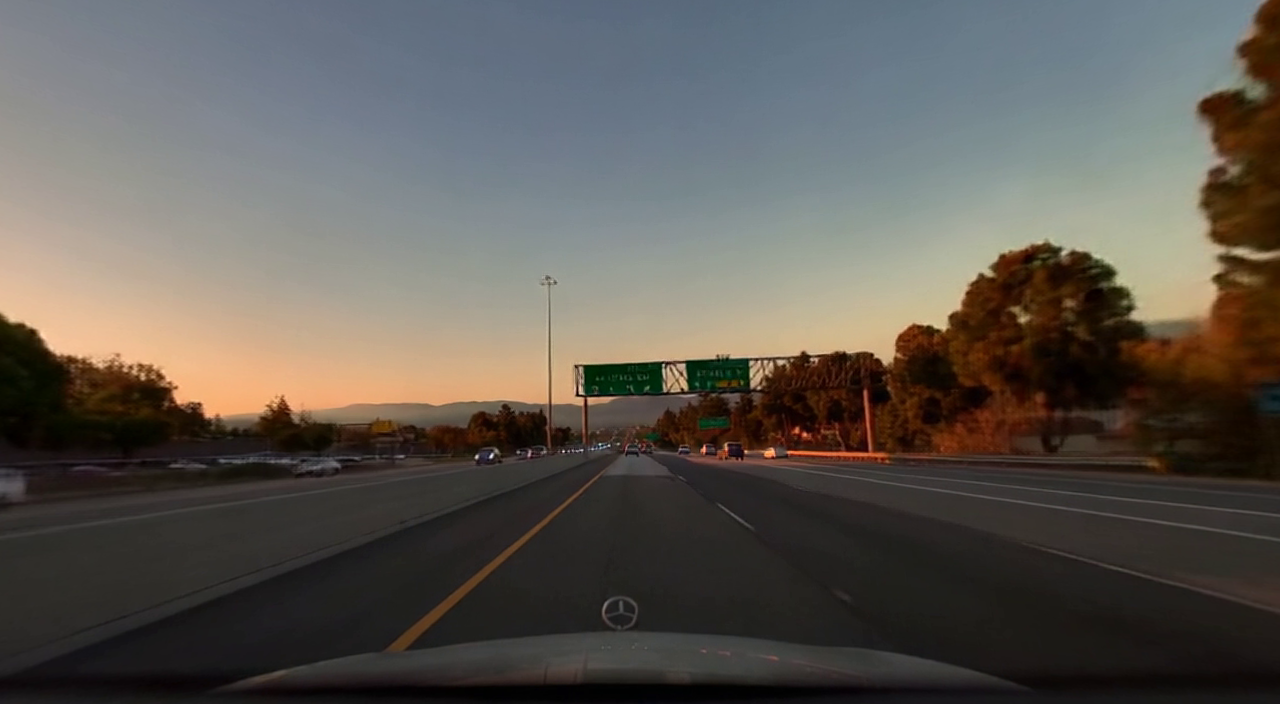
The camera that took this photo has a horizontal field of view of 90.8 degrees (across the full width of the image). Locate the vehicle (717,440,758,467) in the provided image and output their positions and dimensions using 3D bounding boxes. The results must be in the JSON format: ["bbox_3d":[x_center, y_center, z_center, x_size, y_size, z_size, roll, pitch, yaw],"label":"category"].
[{"bbox_3d":[6.556,6.899,42.995,2.030,1.706,4.279,0,-9,-1],"label":"vehicle"}]
